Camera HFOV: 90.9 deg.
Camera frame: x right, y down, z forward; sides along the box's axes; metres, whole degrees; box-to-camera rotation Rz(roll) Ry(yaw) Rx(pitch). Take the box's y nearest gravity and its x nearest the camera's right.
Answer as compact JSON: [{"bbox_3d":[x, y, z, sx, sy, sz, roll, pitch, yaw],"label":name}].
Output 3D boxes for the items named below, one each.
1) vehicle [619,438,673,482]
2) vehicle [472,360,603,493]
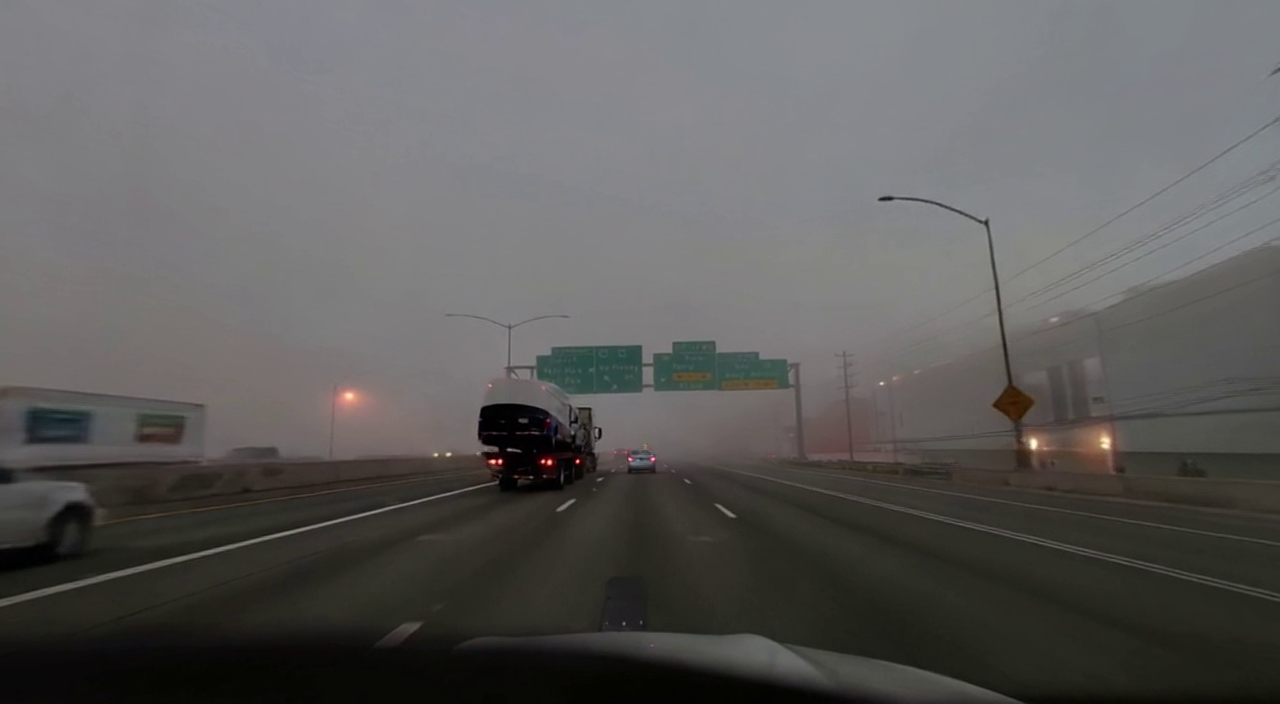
[{"bbox_3d":[0.258,4.899,29.010,2.279,1.837,4.747,0,-8,0],"label":"vehicle"},{"bbox_3d":[-3.790,3.579,28.644,2.888,4.308,16.259,0,-8,1],"label":"vehicle"}]
